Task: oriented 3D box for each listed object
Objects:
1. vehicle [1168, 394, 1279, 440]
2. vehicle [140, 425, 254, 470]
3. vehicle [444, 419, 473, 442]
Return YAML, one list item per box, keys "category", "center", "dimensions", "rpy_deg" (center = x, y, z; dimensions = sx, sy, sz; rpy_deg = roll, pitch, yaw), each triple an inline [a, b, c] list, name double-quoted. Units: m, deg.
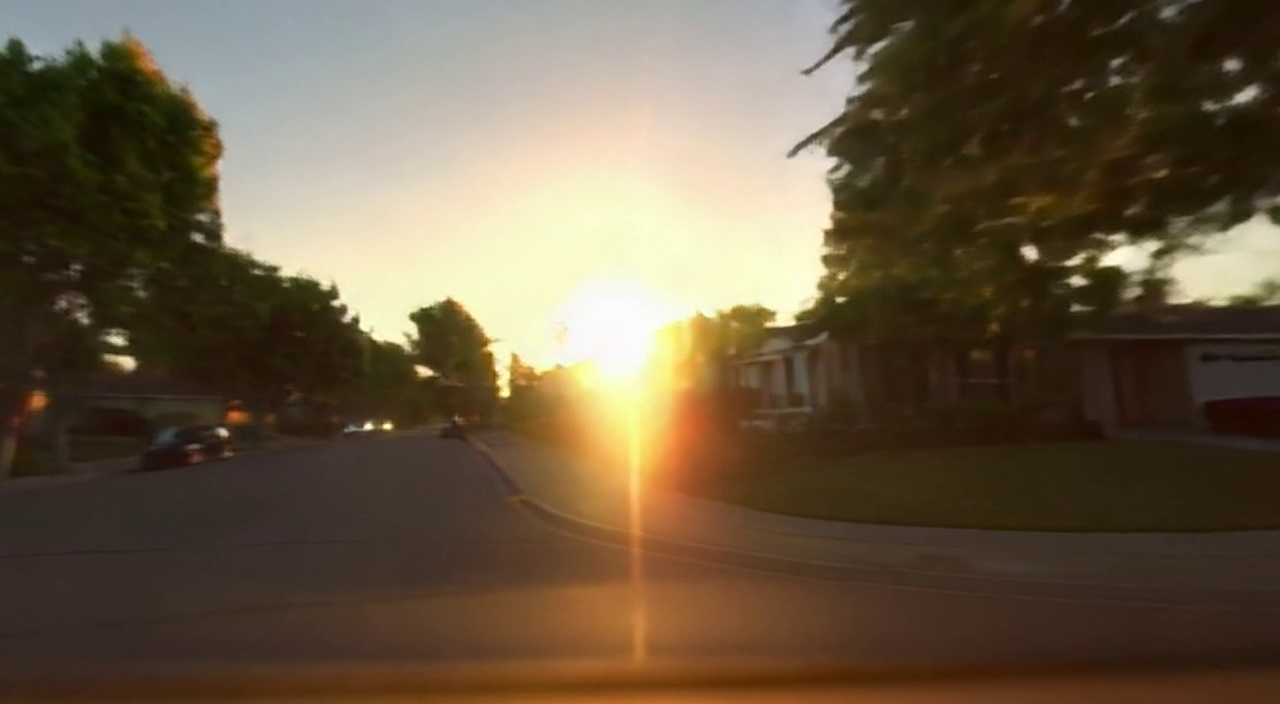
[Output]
- category: "vehicle"
  center: [21.240, 2.271, 21.559]
  dimensions: [1.855, 1.470, 4.531]
  rpy_deg: [2, -8, -16]
- category: "vehicle"
  center: [-16.307, 3.524, 23.557]
  dimensions: [1.954, 1.490, 4.292]
  rpy_deg: [2, -8, -13]
- category: "vehicle"
  center: [-14.209, 6.172, 49.462]
  dimensions: [2.018, 1.665, 4.226]
  rpy_deg: [2, -8, -16]
